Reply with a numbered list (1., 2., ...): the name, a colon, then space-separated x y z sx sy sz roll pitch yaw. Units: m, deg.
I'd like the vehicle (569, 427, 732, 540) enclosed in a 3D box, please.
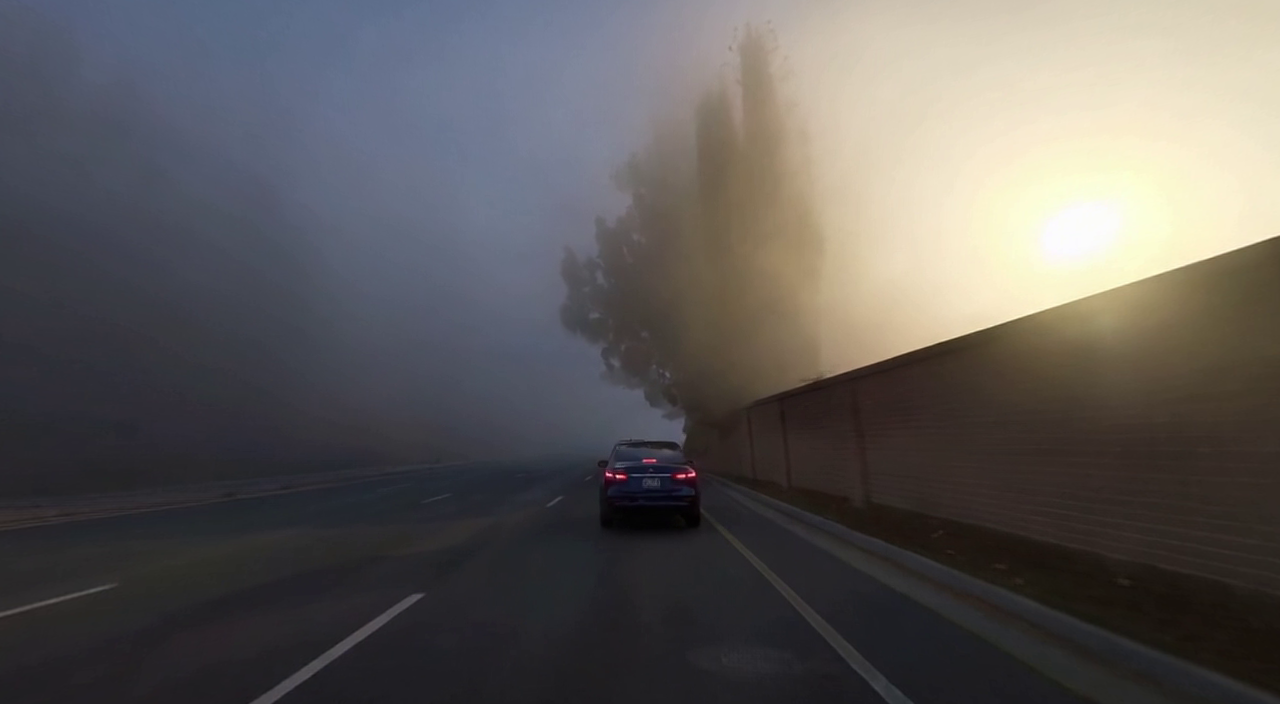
1. vehicle: 0.093 2.094 10.754 2.205 1.509 4.272 0 -8 -1
